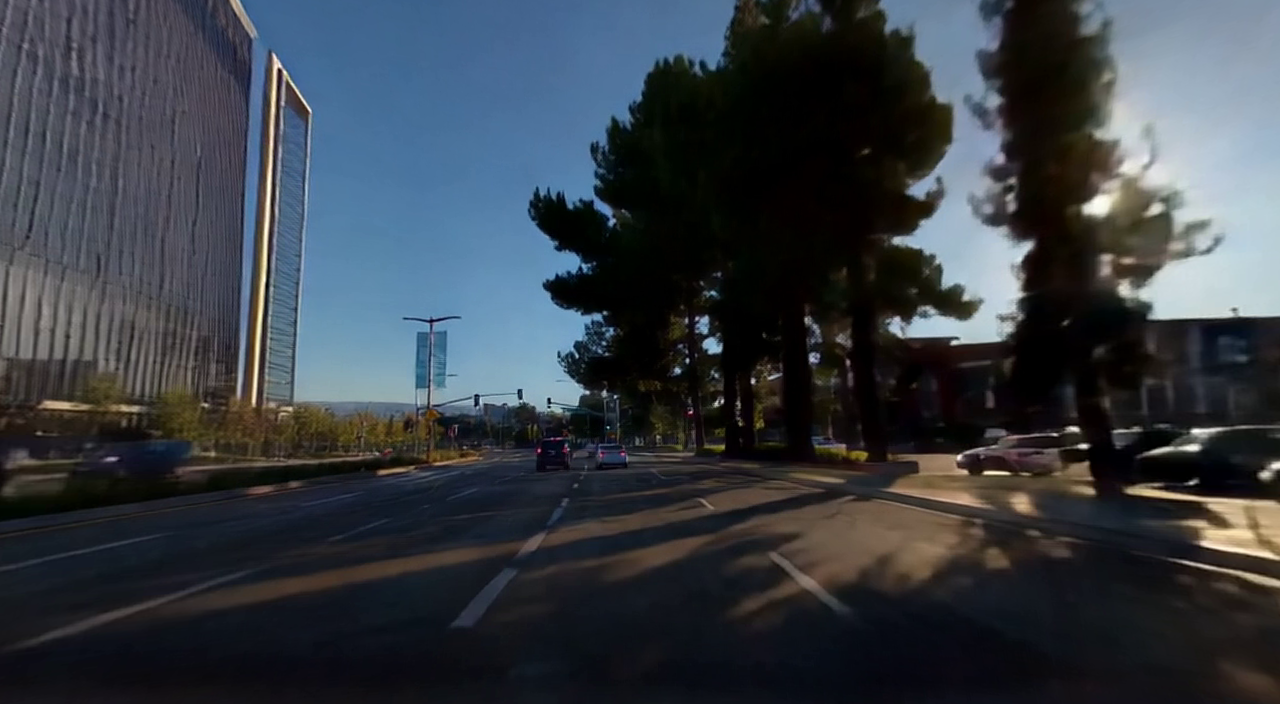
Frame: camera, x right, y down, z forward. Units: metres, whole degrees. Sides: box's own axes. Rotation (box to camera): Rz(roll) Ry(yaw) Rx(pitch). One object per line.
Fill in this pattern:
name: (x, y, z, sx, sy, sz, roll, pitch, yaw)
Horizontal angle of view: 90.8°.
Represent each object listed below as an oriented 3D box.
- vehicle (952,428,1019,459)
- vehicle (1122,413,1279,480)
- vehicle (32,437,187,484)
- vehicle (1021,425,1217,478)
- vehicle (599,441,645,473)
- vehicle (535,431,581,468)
vehicle: (20.424, 5.399, 37.592, 1.841, 1.555, 4.431, -4, -6, 6)
vehicle: (13.890, 2.137, 14.352, 4.373, 1.437, 1.630, -1, -8, 3)
vehicle: (-22.179, 4.536, 26.826, 1.882, 1.745, 5.627, 0, -8, -3)
vehicle: (14.133, 2.953, 18.789, 4.646, 1.438, 1.566, 1, -8, -4)
vehicle: (-0.904, 4.942, 30.022, 2.050, 1.385, 4.096, 0, -8, -3)
vehicle: (-4.272, 5.142, 33.541, 2.001, 1.784, 4.483, 0, -8, -2)
